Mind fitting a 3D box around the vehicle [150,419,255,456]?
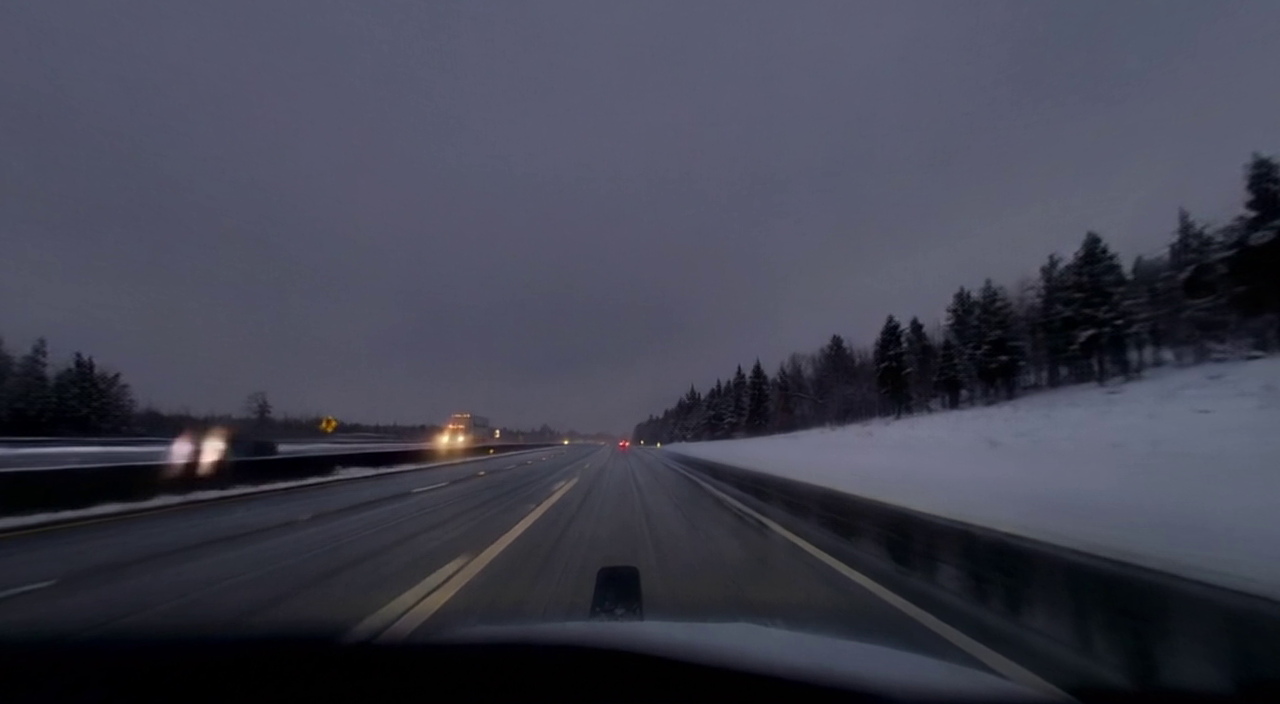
[{"bbox_3d":[-20.150,3.996,29.162,1.884,1.559,4.143,0,-8,-1],"label":"vehicle"}]
